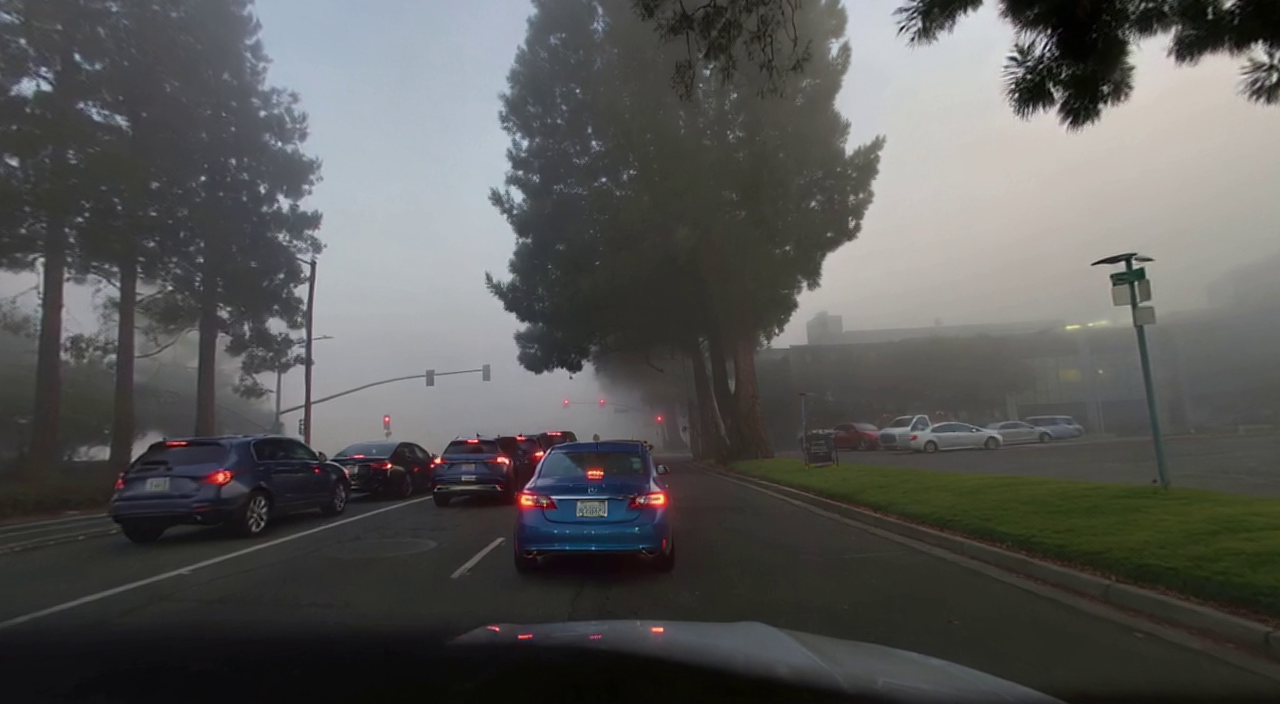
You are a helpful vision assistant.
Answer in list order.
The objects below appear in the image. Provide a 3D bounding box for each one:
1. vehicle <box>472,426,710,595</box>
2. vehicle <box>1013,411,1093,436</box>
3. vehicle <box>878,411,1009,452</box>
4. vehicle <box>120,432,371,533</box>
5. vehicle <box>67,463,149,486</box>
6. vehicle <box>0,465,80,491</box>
[{"bbox_3d":[-0.420,1.711,7.631,2.104,1.472,3.946,0,-9,0],"label":"vehicle"},{"bbox_3d":[30.246,5.264,46.446,4.627,1.671,1.929,-5,-10,28],"label":"vehicle"},{"bbox_3d":[13.927,3.704,29.228,4.975,1.809,1.956,0,-9,1],"label":"vehicle"},{"bbox_3d":[-7.274,2.429,12.355,2.096,1.593,4.288,0,-9,1],"label":"vehicle"},{"bbox_3d":[-36.410,8.387,43.301,3.918,1.423,1.861,0,-9,1],"label":"vehicle"},{"bbox_3d":[-36.619,7.550,37.935,4.093,1.440,1.804,0,-9,-2],"label":"vehicle"}]
